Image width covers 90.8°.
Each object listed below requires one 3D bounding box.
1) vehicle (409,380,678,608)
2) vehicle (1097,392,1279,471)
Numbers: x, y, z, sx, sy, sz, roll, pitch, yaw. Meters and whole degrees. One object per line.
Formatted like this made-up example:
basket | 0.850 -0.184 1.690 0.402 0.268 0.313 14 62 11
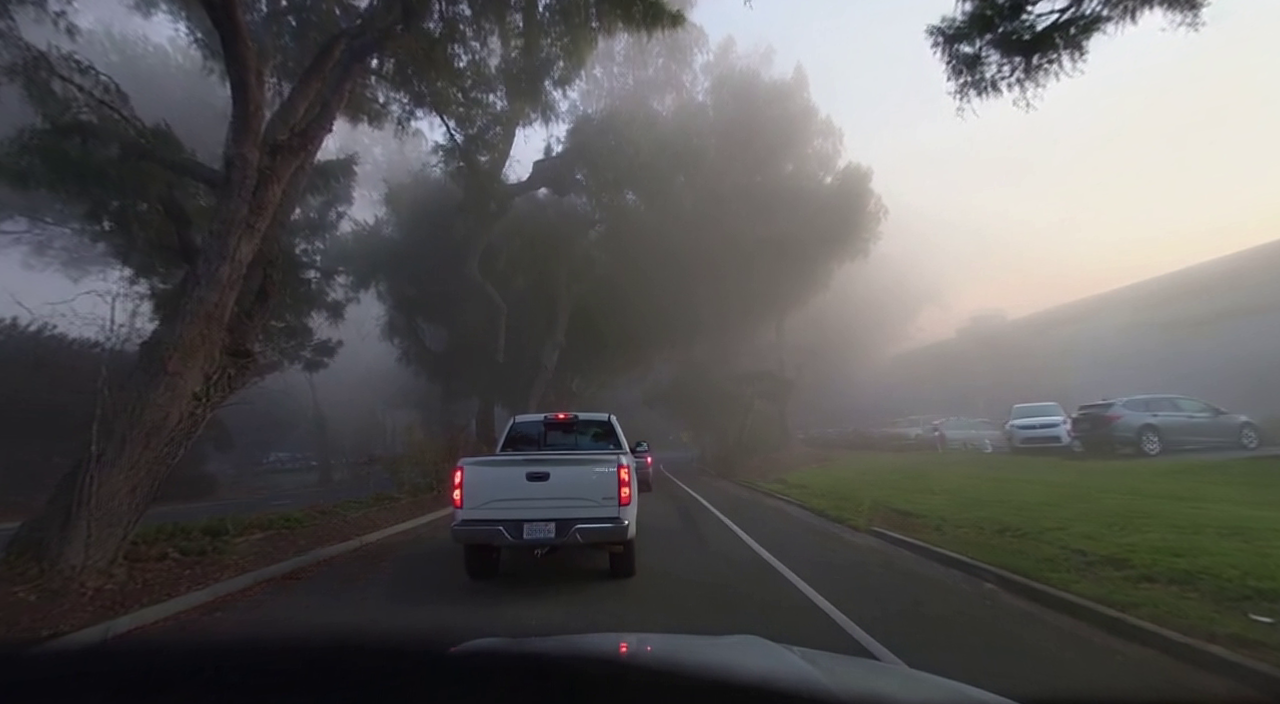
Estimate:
vehicle | -0.702 1.507 7.670 2.157 1.816 5.039 0 -8 2
vehicle | 11.865 1.545 12.330 4.298 1.392 1.944 -1 -8 2
